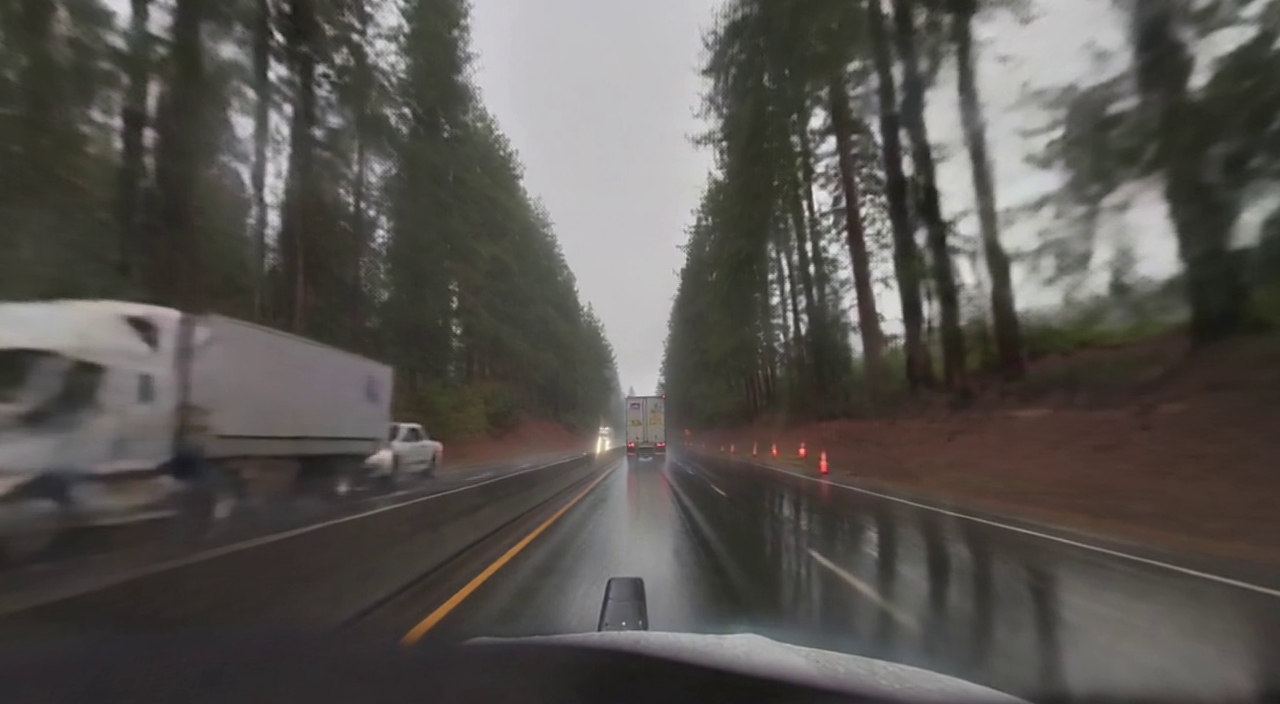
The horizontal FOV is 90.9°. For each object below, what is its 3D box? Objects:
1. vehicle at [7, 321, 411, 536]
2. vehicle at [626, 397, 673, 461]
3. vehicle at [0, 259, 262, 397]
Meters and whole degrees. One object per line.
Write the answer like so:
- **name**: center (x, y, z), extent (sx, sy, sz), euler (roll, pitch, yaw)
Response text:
- **vehicle**: center (-9.002, 1.973, 15.602), extent (2.974, 3.579, 9.935), euler (-1, -8, 0)
- **vehicle**: center (0.510, 5.711, 45.756), extent (2.935, 4.068, 11.036), euler (0, -8, -1)
- **vehicle**: center (-9.040, -0.193, 11.118), extent (2.028, 1.661, 4.493), euler (-2, -7, 0)
